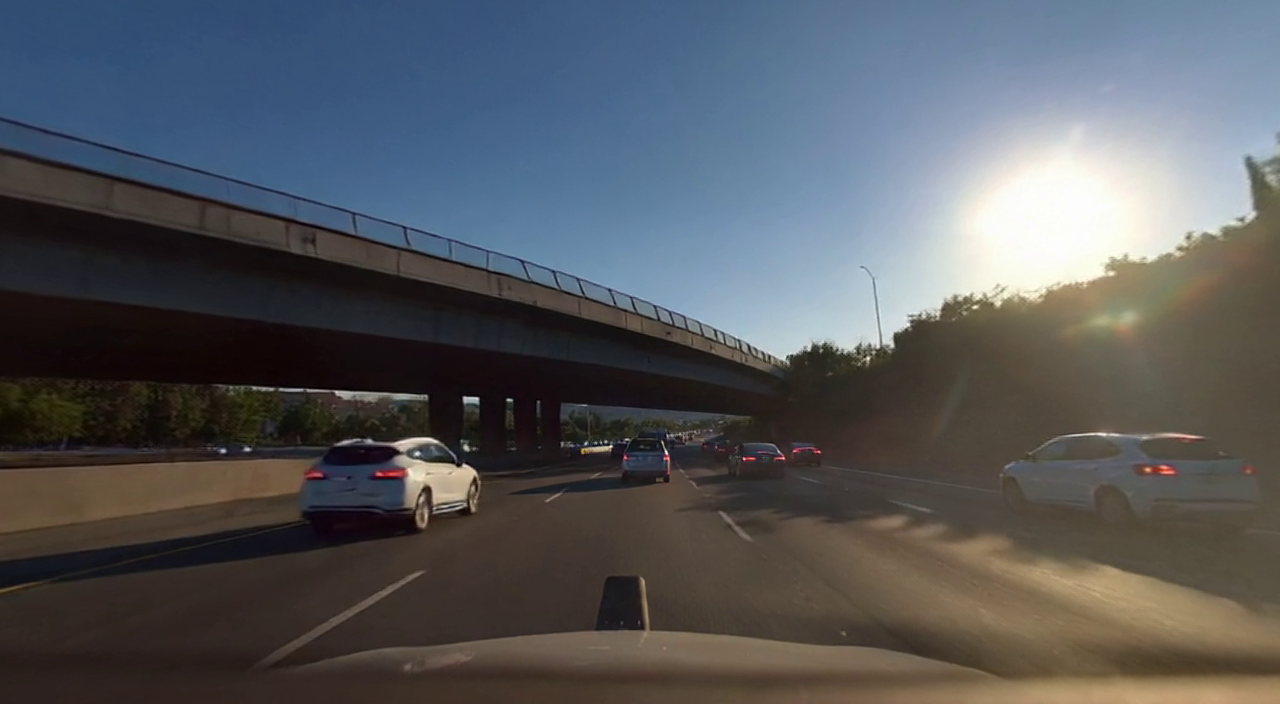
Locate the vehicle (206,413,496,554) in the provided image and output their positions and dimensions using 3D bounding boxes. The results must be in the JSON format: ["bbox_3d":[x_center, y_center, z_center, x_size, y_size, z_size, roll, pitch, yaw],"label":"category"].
[{"bbox_3d":[-3.942,1.900,9.797,2.128,1.627,4.697,0,-9,2],"label":"vehicle"}]

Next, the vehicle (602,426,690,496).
[{"bbox_3d":[0.216,3.023,17.750,2.181,1.728,3.970,0,-9,2],"label":"vehicle"}]

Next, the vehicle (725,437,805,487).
[{"bbox_3d":[4.192,3.766,21.789,1.999,1.514,4.338,0,-9,2],"label":"vehicle"}]

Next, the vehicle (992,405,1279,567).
[{"bbox_3d":[7.394,1.755,8.945,2.028,1.657,4.823,0,-9,1],"label":"vehicle"}]

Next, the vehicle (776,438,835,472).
[{"bbox_3d":[8.264,5.177,31.866,1.956,1.588,4.305,0,-9,3],"label":"vehicle"}]
